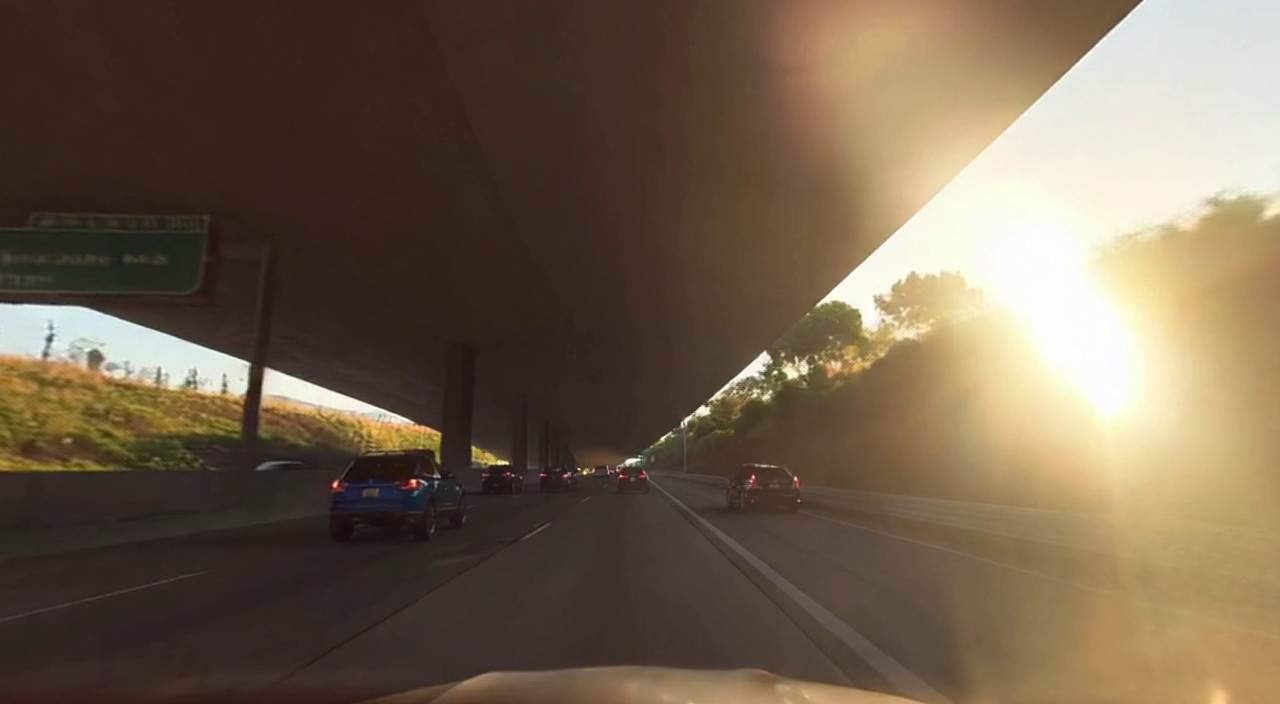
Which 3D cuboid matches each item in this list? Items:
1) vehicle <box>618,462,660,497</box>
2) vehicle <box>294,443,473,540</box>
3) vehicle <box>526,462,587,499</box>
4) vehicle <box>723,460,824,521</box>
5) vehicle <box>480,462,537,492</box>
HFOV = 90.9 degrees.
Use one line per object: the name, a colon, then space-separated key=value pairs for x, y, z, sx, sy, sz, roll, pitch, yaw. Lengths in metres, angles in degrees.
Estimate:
vehicle: x=-0.068 y=6.467 z=32.110 sx=1.992 sy=1.601 sz=3.762 roll=1 pitch=-11 yaw=0
vehicle: x=-5.228 y=2.942 z=13.668 sx=2.069 sy=1.699 sz=4.452 roll=1 pitch=-11 yaw=-1
vehicle: x=-3.713 y=5.829 z=28.806 sx=2.102 sy=1.521 sz=4.687 roll=1 pitch=-11 yaw=0
vehicle: x=3.806 y=4.037 z=18.710 sx=1.992 sy=1.557 sz=4.017 roll=1 pitch=-11 yaw=-2
vehicle: x=-7.368 y=7.080 z=35.748 sx=2.142 sy=1.545 sz=4.708 roll=1 pitch=-11 yaw=1
